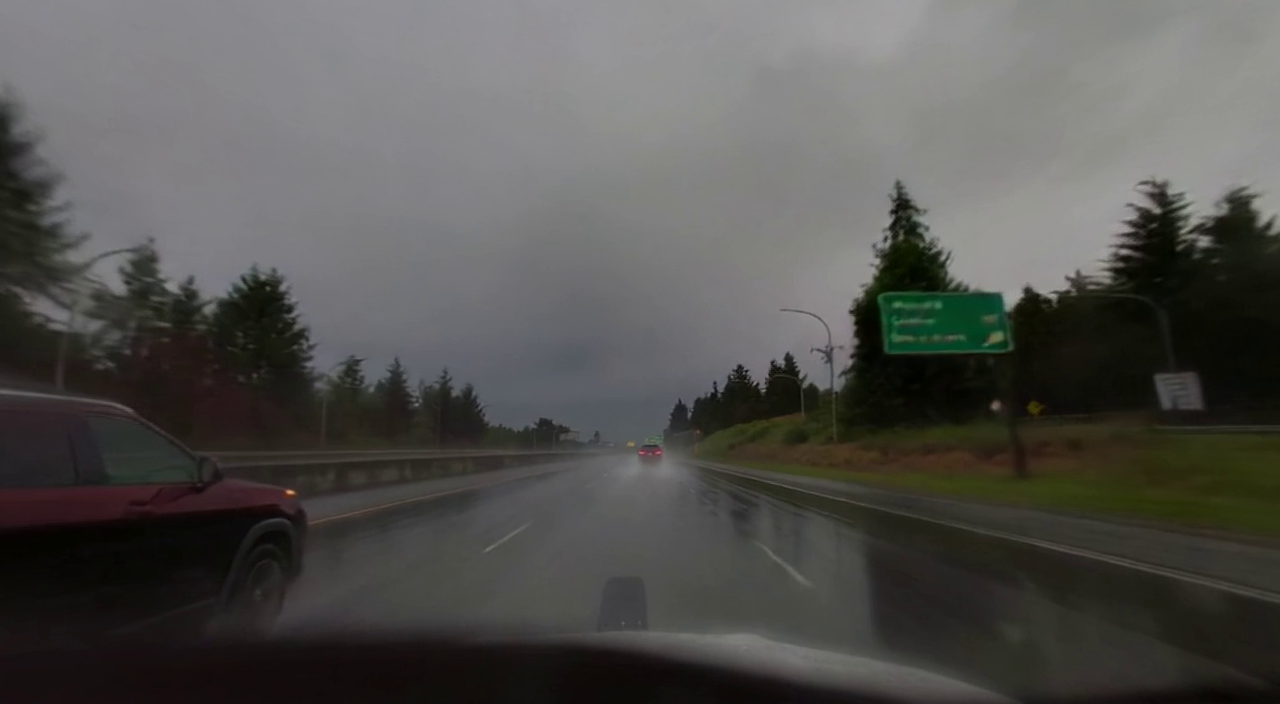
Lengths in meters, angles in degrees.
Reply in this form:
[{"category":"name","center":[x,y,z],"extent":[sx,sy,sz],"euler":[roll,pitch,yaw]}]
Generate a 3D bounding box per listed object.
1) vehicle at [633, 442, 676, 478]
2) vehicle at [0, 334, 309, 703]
[{"category":"vehicle","center":[0.705,5.571,32.732],"extent":[2.087,1.682,4.388],"euler":[0,-9,0]},{"category":"vehicle","center":[-3.875,0.859,2.893],"extent":[2.139,1.804,4.611],"euler":[0,-9,1]}]
